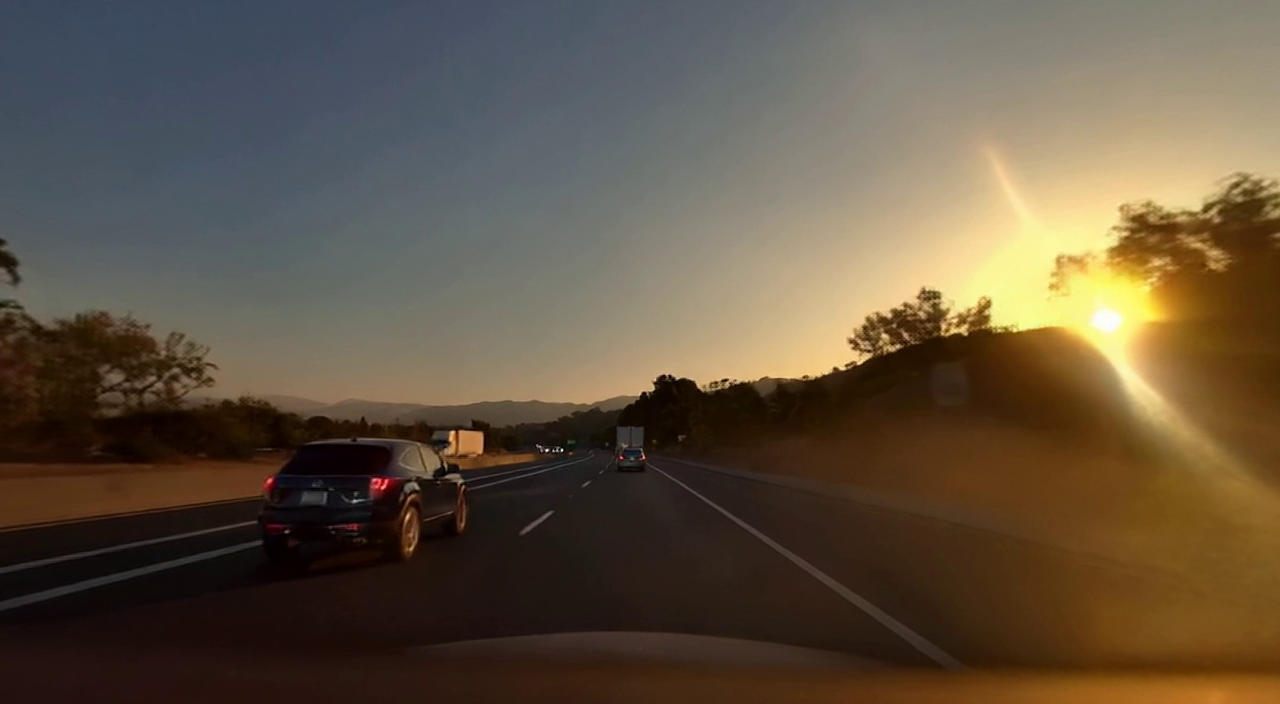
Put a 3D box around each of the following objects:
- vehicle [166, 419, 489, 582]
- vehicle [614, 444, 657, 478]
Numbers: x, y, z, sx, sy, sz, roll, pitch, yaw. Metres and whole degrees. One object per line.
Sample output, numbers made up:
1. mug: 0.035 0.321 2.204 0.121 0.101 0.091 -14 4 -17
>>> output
1. vehicle: -3.781 1.890 8.845 2.181 1.653 4.691 0 -9 -1
2. vehicle: -0.260 5.962 34.479 2.230 1.715 4.243 0 -9 -1
